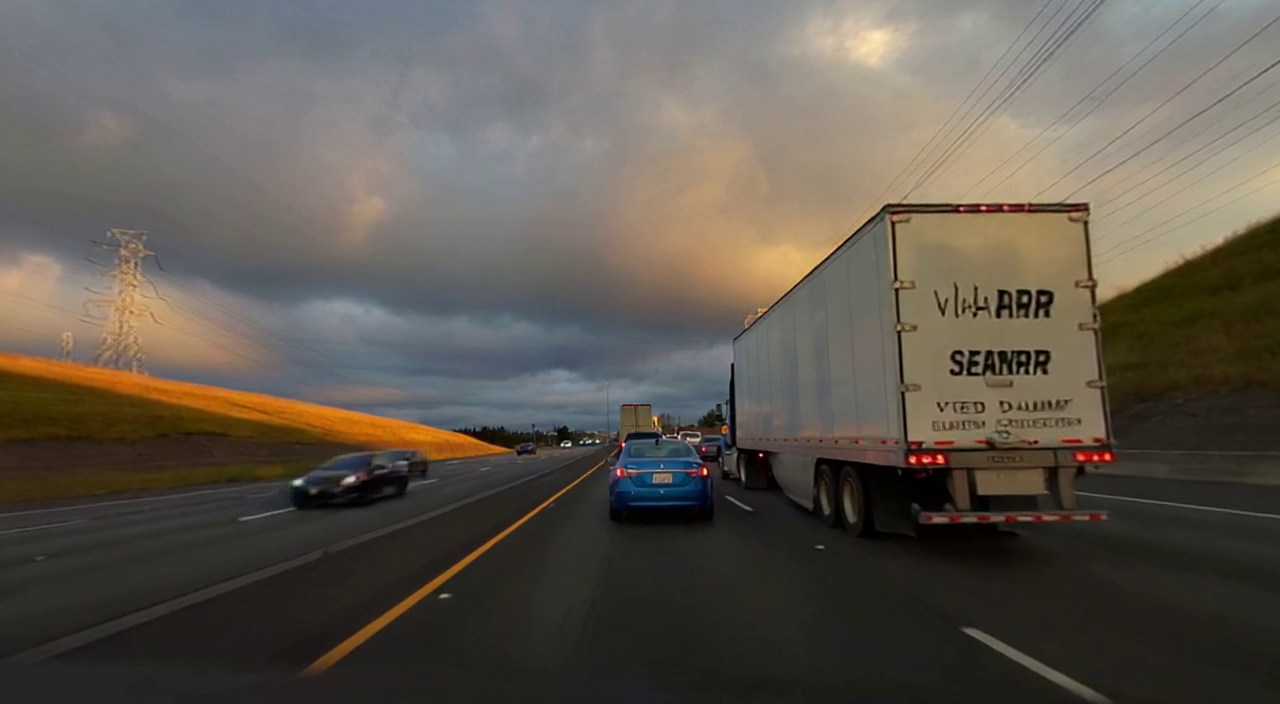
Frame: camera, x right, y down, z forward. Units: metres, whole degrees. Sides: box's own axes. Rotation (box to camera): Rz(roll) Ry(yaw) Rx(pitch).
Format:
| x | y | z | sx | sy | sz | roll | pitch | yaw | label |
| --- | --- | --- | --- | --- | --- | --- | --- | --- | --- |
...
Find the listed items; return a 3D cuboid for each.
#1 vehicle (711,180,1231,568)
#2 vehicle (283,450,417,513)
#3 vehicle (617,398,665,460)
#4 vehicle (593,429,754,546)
| x | y | z | sx | sy | sz | roll | pitch | yaw | label |
| --- | --- | --- | --- | --- | --- | --- | --- | --- | --- |
| 4.186 | 1.133 | 13.689 | 3.138 | 4.065 | 14.276 | 0 | -8 | -2 | vehicle |
| -8.221 | 3.664 | 18.342 | 1.848 | 1.512 | 4.327 | -1 | -8 | 0 | vehicle |
| -0.094 | 5.933 | 47.720 | 3.174 | 4.134 | 11.407 | 0 | -8 | -1 | vehicle |
| 0.356 | 1.974 | 9.850 | 2.045 | 1.446 | 3.597 | 0 | -8 | -2 | vehicle |
